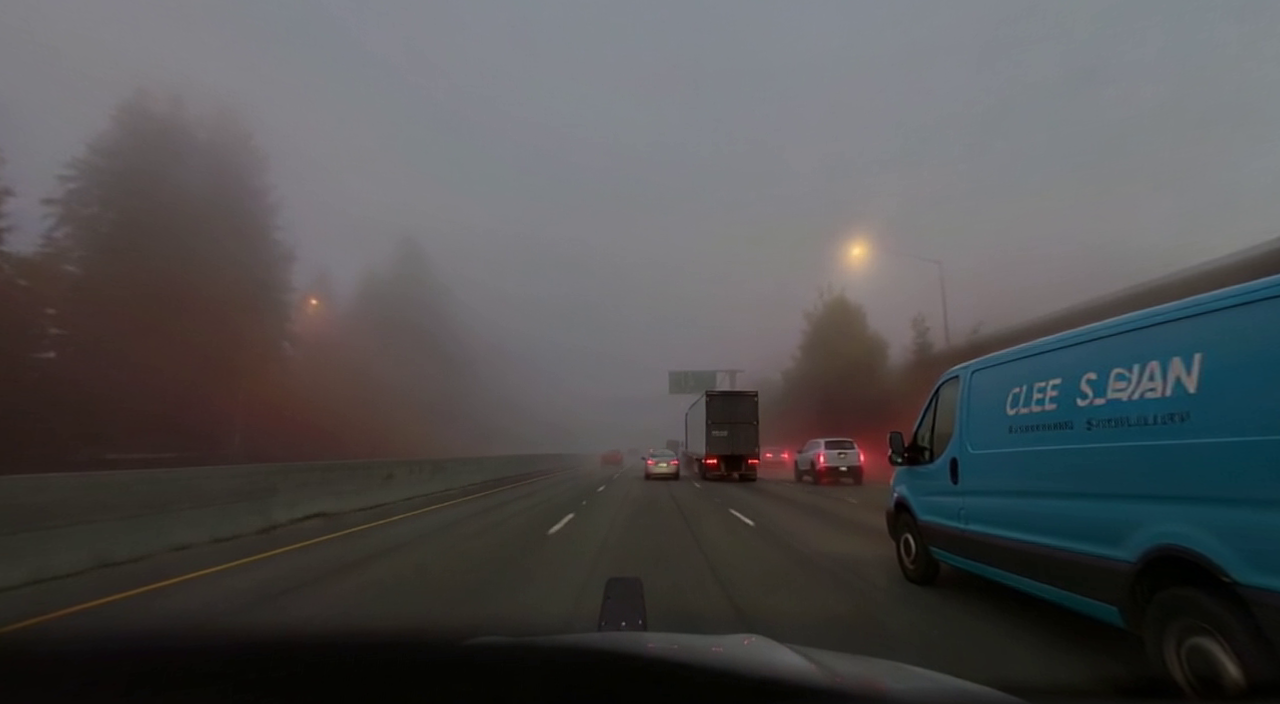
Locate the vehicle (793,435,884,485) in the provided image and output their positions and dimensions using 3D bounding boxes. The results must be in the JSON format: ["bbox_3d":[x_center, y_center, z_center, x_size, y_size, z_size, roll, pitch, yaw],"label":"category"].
[{"bbox_3d":[7.836,4.299,25.380,2.144,1.769,4.540,0,-9,0],"label":"vehicle"}]

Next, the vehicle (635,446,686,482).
[{"bbox_3d":[0.841,4.995,28.392,2.063,1.469,4.208,0,-9,-1],"label":"vehicle"}]

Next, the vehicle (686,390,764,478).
[{"bbox_3d":[4.433,4.799,35.957,2.821,4.077,12.562,0,-9,1],"label":"vehicle"}]

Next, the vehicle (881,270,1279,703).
[{"bbox_3d":[3.794,0.869,3.724,2.441,2.017,5.739,0,-9,0],"label":"vehicle"}]
